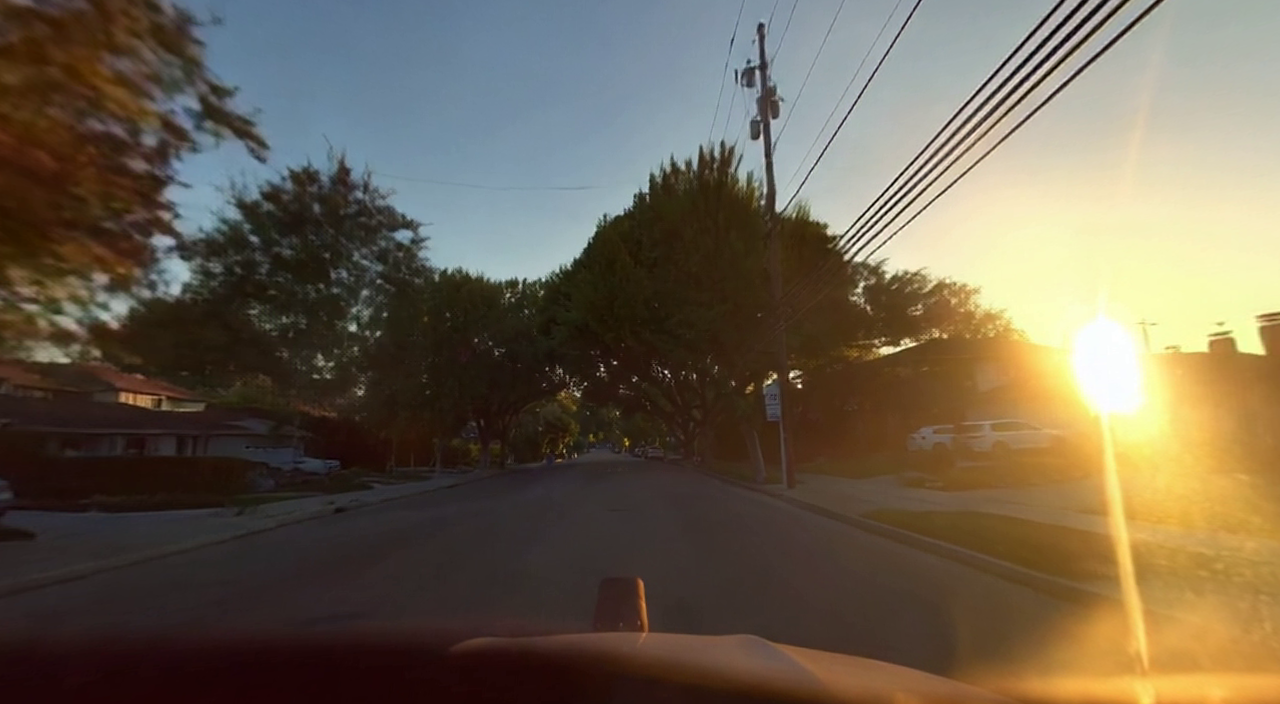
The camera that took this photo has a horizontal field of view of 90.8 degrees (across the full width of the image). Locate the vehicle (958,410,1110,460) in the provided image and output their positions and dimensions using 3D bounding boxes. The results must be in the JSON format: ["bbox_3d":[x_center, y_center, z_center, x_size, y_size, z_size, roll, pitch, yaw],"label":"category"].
[{"bbox_3d":[15.113,3.216,24.421,4.562,1.832,1.987,0,-8,-3],"label":"vehicle"}]

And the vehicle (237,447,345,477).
[{"bbox_3d":[-18.079,5.691,32.883,4.519,1.426,1.903,8,-12,-43],"label":"vehicle"}]
